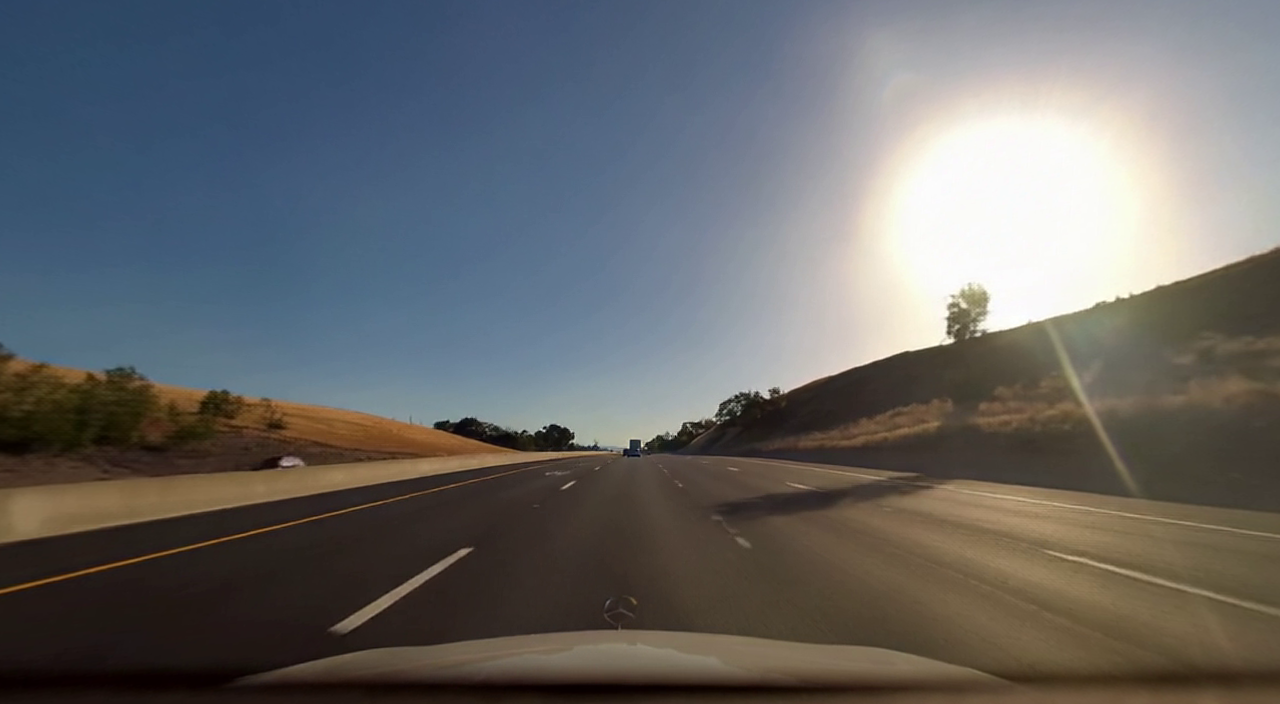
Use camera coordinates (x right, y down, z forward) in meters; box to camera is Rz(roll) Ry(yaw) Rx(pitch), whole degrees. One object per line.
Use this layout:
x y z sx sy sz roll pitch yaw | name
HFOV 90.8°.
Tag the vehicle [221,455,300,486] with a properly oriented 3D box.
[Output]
-23.134 7.211 38.697 1.943 1.683 4.652 -1 -8 -1 | vehicle
